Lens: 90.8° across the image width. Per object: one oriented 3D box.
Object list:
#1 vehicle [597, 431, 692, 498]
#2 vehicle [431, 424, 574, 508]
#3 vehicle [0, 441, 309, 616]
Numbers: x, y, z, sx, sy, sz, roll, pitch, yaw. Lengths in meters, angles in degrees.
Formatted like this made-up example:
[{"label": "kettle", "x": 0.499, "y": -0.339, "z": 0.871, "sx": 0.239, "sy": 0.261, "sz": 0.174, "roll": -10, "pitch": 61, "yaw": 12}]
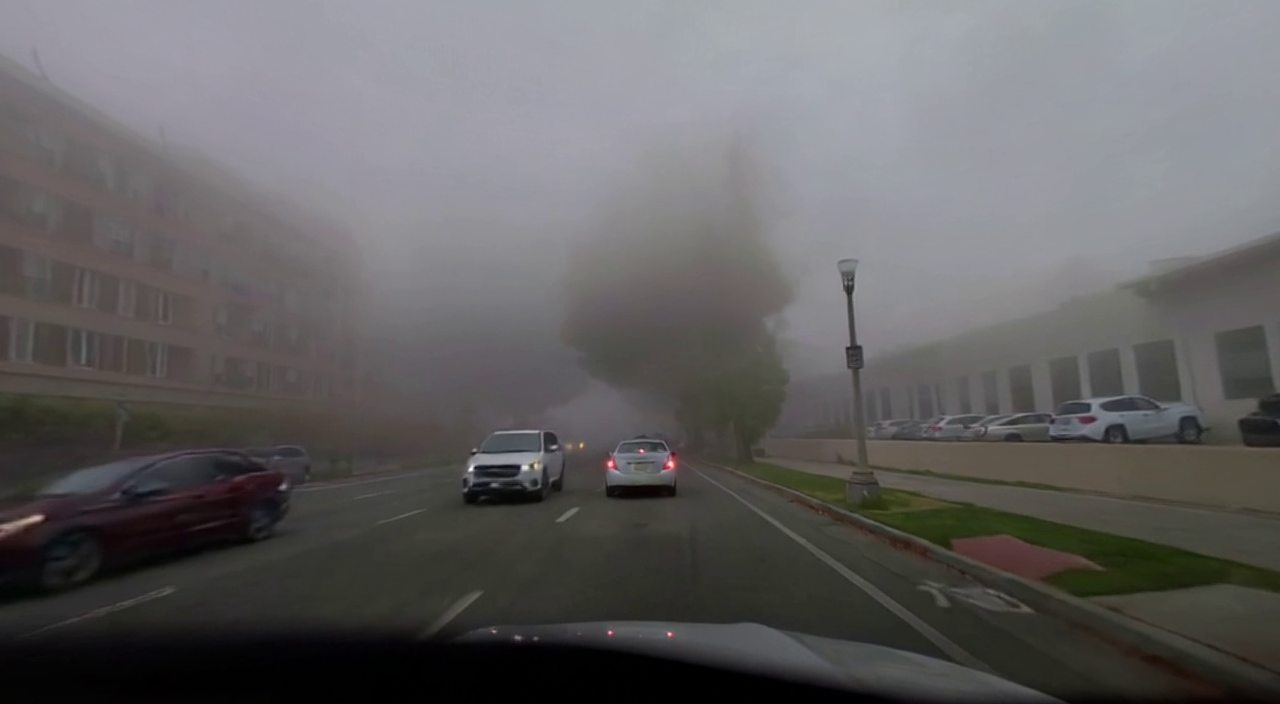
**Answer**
[{"label": "vehicle", "x": 0.142, "y": 2.832, "z": 16.294, "sx": 2.116, "sy": 1.479, "sz": 4.358, "roll": 0, "pitch": -8, "yaw": 1}, {"label": "vehicle", "x": -3.074, "y": 2.699, "z": 15.421, "sx": 2.294, "sy": 1.695, "sz": 4.792, "roll": -1, "pitch": -8, "yaw": 2}, {"label": "vehicle", "x": -6.420, "y": 1.840, "z": 7.677, "sx": 2.170, "sy": 1.465, "sz": 4.648, "roll": -1, "pitch": -8, "yaw": 2}]
